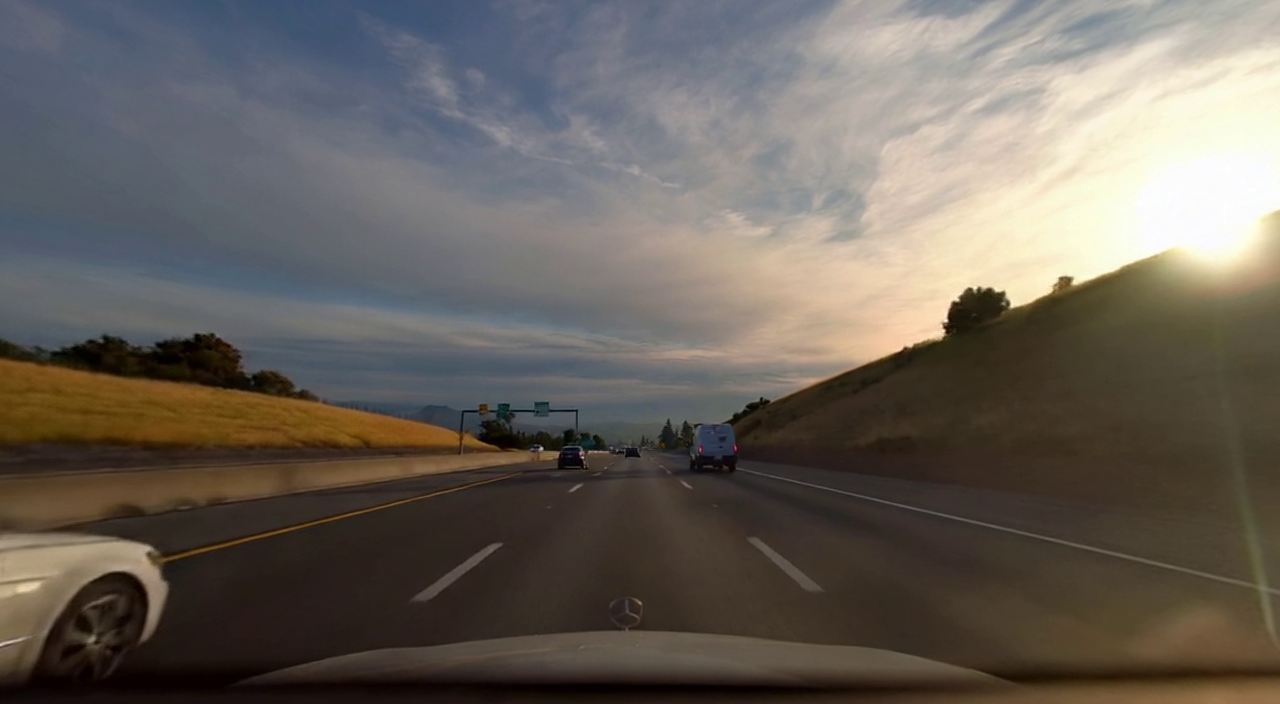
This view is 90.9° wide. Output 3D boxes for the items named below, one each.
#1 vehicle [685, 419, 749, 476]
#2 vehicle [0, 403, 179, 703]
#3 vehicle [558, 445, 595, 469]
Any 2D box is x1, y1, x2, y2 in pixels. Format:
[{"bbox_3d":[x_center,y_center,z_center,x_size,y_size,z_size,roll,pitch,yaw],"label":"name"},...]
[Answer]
[{"bbox_3d":[3.768,4.873,32.139,2.361,2.636,5.684,0,-9,-1],"label":"vehicle"},{"bbox_3d":[-3.503,0.731,0.989,1.939,1.513,4.773,0,-9,0],"label":"vehicle"},{"bbox_3d":[-4.301,7.170,43.068,2.054,1.529,4.368,0,-9,0],"label":"vehicle"}]
